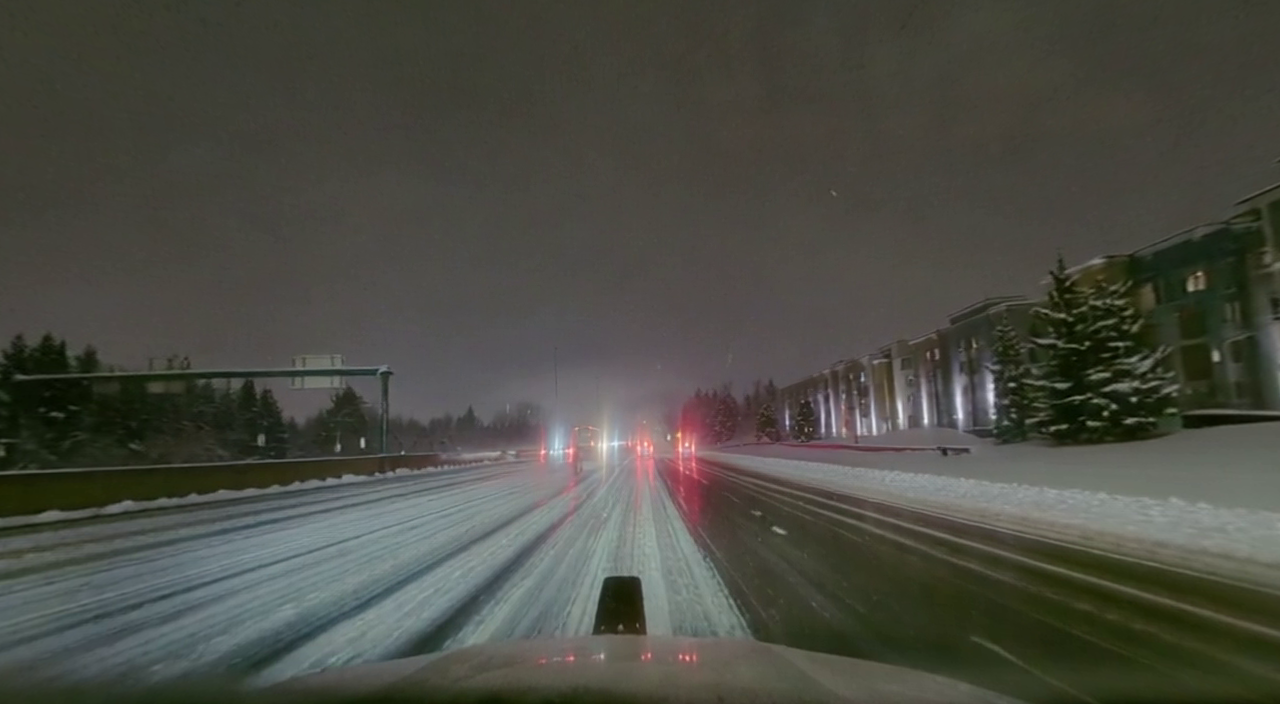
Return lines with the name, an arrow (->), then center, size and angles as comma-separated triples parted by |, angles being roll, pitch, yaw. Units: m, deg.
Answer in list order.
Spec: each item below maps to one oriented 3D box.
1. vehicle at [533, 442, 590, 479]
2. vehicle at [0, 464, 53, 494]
vehicle -> -3.678, 5.184, 30.386 | 2.195, 1.630, 4.336 | 0, -9, 0
vehicle -> -34.503, 6.870, 34.128 | 1.657, 1.479, 3.767 | 0, -9, 1
